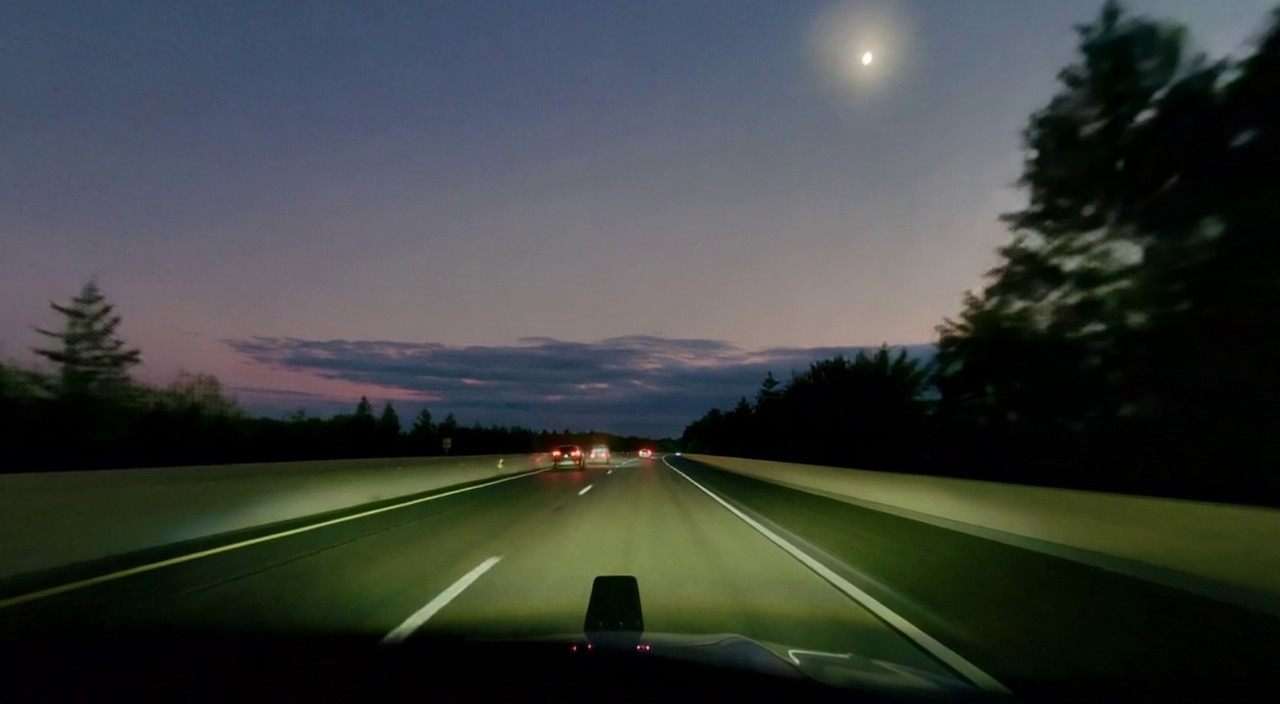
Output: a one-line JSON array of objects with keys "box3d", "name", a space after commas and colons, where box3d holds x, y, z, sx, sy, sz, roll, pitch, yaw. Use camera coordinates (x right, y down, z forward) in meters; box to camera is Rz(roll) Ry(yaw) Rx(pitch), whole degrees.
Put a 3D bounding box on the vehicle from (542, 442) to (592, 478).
[{"box3d": [-3.442, 5.196, 30.462, 1.846, 1.600, 4.108, 0, -9, 1], "name": "vehicle"}]
